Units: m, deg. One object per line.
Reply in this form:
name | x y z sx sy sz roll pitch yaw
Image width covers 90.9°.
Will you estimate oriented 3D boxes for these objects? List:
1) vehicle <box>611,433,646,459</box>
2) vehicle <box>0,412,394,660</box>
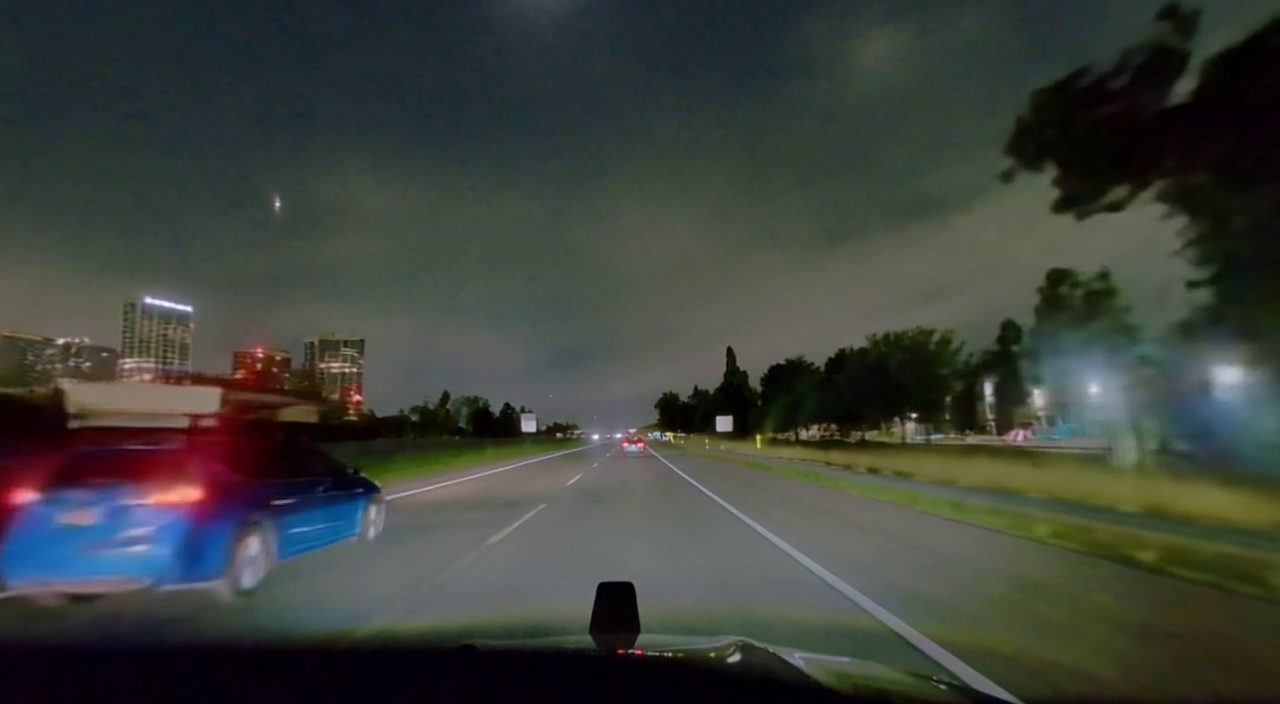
vehicle | -0.771 6.047 40.710 2.151 1.618 3.898 0 -8 -1
vehicle | -4.504 1.499 6.414 2.189 1.580 4.607 0 -8 -1
